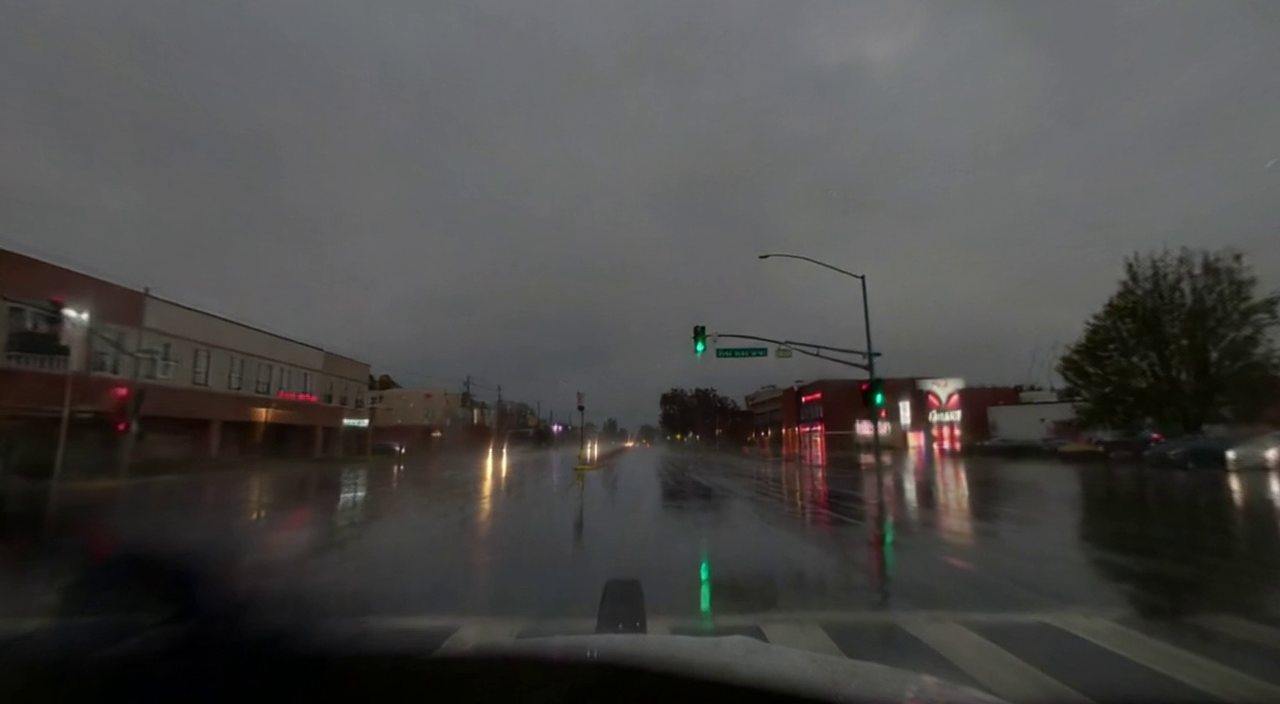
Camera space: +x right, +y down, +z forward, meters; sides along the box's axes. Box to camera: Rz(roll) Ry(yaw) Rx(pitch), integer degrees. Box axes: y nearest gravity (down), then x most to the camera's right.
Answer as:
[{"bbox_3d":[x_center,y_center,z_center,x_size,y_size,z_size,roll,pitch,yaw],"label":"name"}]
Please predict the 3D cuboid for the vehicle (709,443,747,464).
[{"bbox_3d":[6.261,7.286,45.365,1.916,1.437,4.327,0,-9,-3],"label":"vehicle"}]

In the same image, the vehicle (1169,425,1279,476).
[{"bbox_3d":[19.613,3.048,19.616,4.722,1.477,1.964,1,-9,-4],"label":"vehicle"}]
